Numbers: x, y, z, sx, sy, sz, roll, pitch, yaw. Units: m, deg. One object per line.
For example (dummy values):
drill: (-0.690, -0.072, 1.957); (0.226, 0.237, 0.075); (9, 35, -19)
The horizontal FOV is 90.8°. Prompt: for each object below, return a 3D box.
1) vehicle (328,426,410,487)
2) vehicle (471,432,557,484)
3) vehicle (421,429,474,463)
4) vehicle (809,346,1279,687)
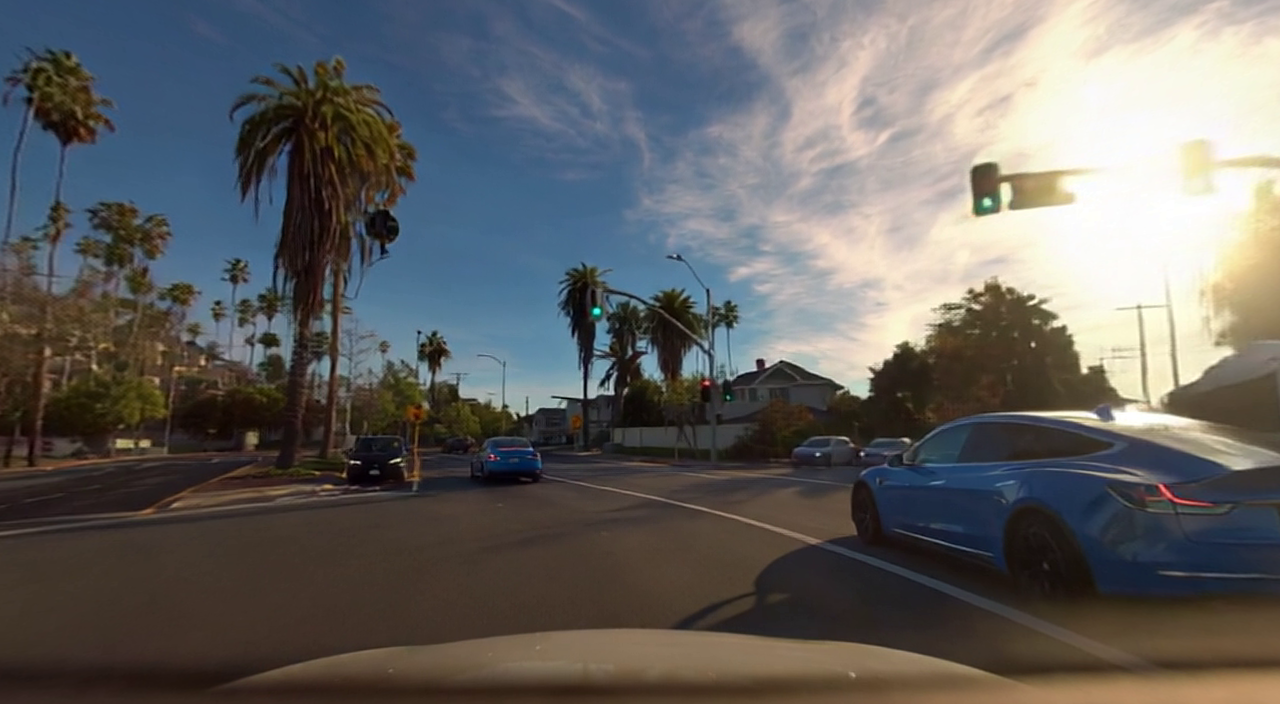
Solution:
vehicle: (-9.796, 3.665, 22.595); (2.283, 1.878, 5.384); (4, -9, -26)
vehicle: (-4.813, 3.895, 23.530); (2.341, 1.709, 4.466); (3, -9, -21)
vehicle: (-11.810, 5.693, 38.480); (2.272, 1.891, 4.562); (4, -9, -26)
vehicle: (3.542, 1.229, 6.018); (2.205, 1.803, 5.135); (1, -8, -3)
